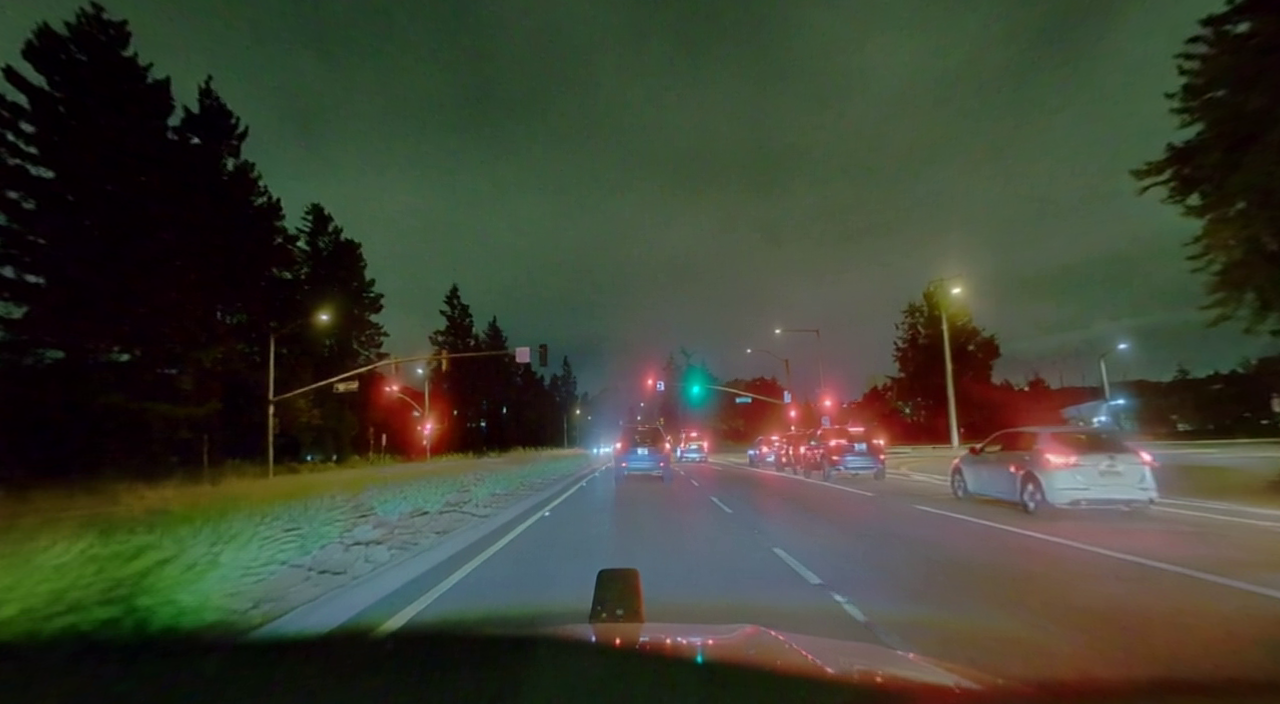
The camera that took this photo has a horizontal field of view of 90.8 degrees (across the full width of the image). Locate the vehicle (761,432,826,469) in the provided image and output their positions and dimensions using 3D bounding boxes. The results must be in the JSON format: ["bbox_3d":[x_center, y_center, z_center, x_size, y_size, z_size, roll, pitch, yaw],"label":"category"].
[{"bbox_3d":[7.318,4.736,30.534,2.025,1.642,4.189,0,-9,0],"label":"vehicle"}]

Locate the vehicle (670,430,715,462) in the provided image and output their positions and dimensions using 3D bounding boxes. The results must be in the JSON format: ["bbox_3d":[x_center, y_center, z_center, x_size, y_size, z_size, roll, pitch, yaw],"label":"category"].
[{"bbox_3d":[3.224,5.882,39.549,2.388,1.833,4.506,0,-9,-1],"label":"vehicle"}]

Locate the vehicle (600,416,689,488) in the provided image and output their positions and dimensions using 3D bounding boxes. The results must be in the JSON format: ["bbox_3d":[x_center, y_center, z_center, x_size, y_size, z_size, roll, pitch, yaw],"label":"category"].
[{"bbox_3d":[0.116,2.988,18.950,2.353,1.894,4.122,0,-9,0],"label":"vehicle"}]

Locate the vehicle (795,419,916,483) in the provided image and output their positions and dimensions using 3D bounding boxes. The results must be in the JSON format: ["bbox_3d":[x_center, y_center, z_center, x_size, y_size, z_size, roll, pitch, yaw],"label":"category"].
[{"bbox_3d":[7.066,3.352,21.500,2.251,1.873,5.346,0,-9,0],"label":"vehicle"}]

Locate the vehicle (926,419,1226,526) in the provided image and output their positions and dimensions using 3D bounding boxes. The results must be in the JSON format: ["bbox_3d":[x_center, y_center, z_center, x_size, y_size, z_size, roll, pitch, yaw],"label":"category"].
[{"bbox_3d":[7.353,2.094,11.508,2.004,1.504,4.836,0,-9,0],"label":"vehicle"}]
